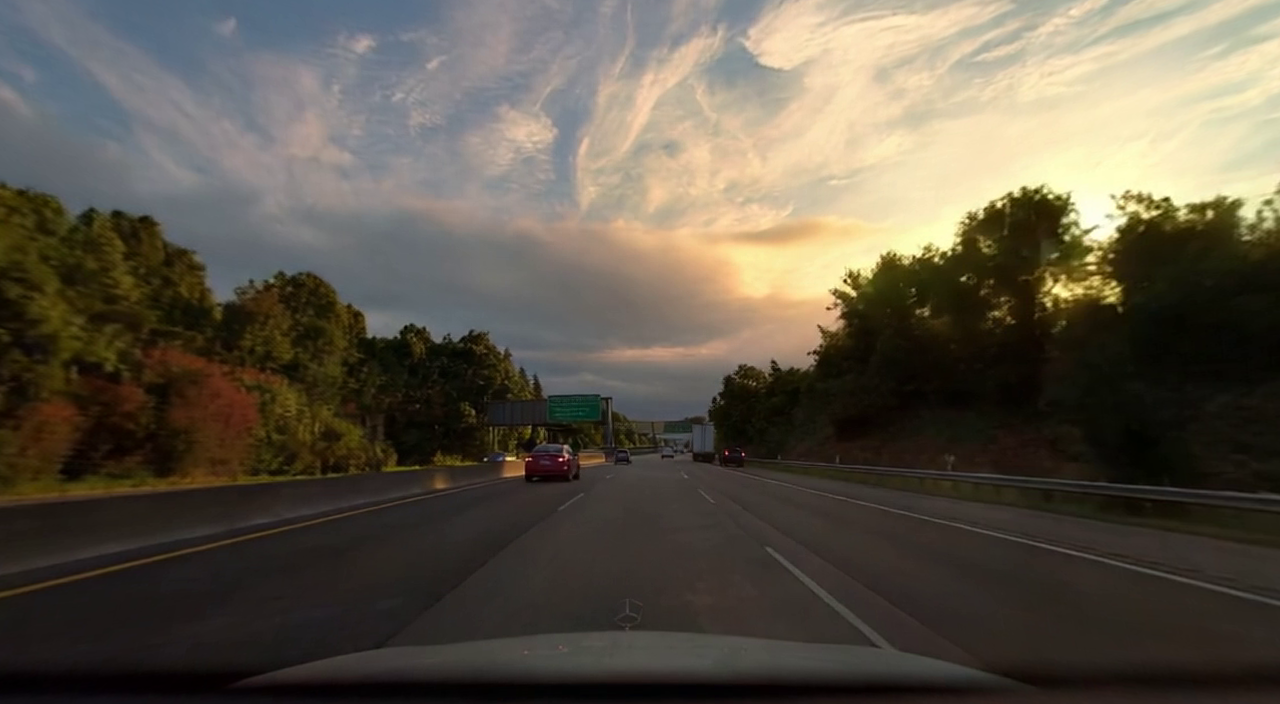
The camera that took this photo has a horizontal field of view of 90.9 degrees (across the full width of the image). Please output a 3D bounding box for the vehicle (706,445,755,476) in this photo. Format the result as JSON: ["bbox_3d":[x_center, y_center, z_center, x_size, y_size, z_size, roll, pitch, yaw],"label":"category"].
[{"bbox_3d":[4.931,5.982,34.897,2.176,1.598,3.878,0,-9,1],"label":"vehicle"}]

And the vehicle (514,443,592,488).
[{"bbox_3d":[-3.192,4.317,24.189,2.085,1.530,4.809,0,-9,2],"label":"vehicle"}]
